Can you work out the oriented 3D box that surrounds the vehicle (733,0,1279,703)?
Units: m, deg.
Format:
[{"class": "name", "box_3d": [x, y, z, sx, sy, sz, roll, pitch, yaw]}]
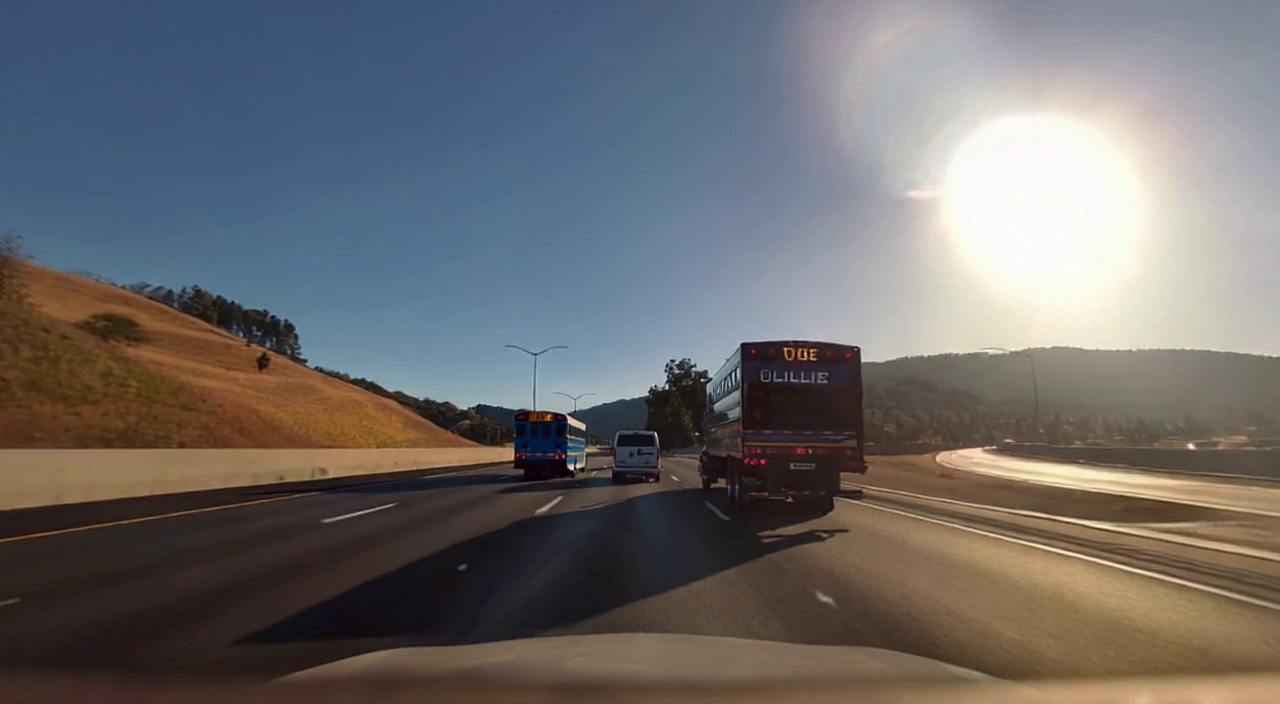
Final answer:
[{"class": "vehicle", "box_3d": [3.942, 0.576, 9.279, 3.006, 4.101, 13.245, 0, -8, -1]}]

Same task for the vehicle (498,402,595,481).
[{"class": "vehicle", "box_3d": [-3.872, 4.033, 28.302, 2.947, 3.009, 7.991, 0, -8, 1]}]

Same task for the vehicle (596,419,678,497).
[{"class": "vehicle", "box_3d": [-0.152, 2.980, 18.018, 2.037, 1.929, 4.343, 0, -8, -2]}]
